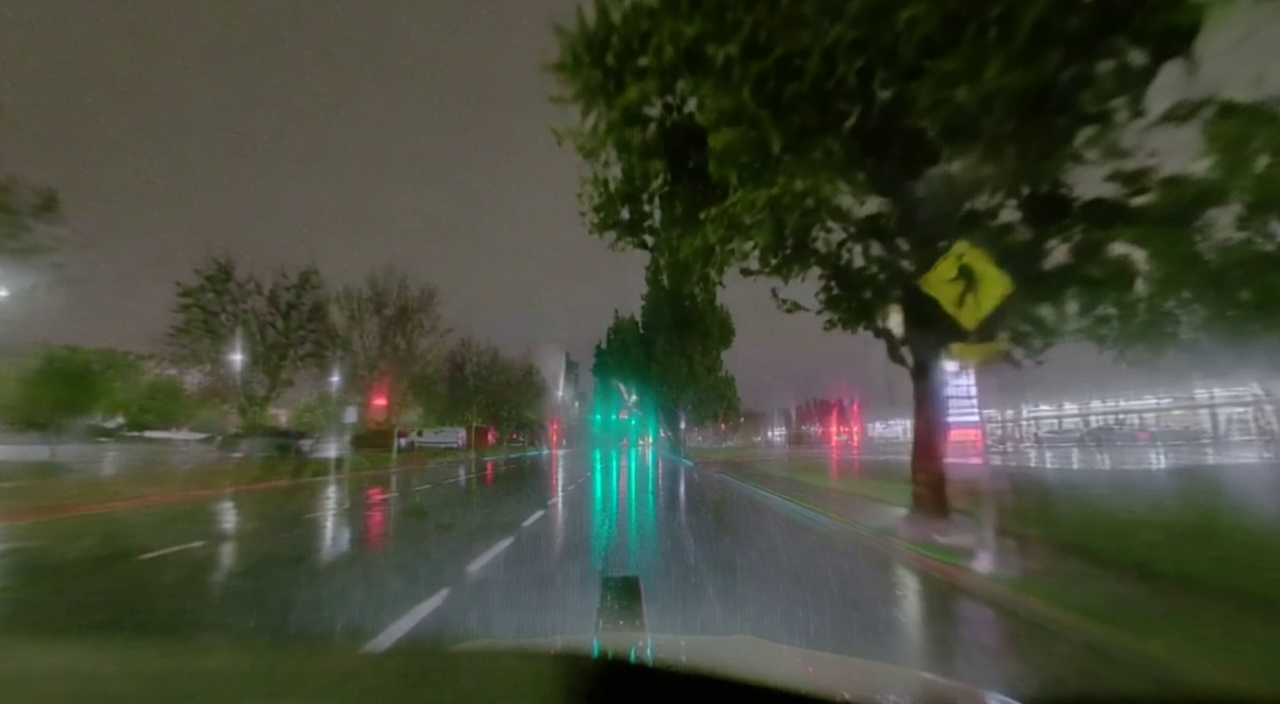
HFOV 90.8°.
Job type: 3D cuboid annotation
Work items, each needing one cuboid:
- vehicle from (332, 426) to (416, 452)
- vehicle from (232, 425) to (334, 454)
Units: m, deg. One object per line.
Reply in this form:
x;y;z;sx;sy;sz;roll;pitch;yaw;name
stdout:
-19.425;6.388;46.333;5.109;1.891;2.206;0;-8;-1;vehicle
-18.549;4.577;32.966;4.238;1.459;1.753;0;-9;2;vehicle
